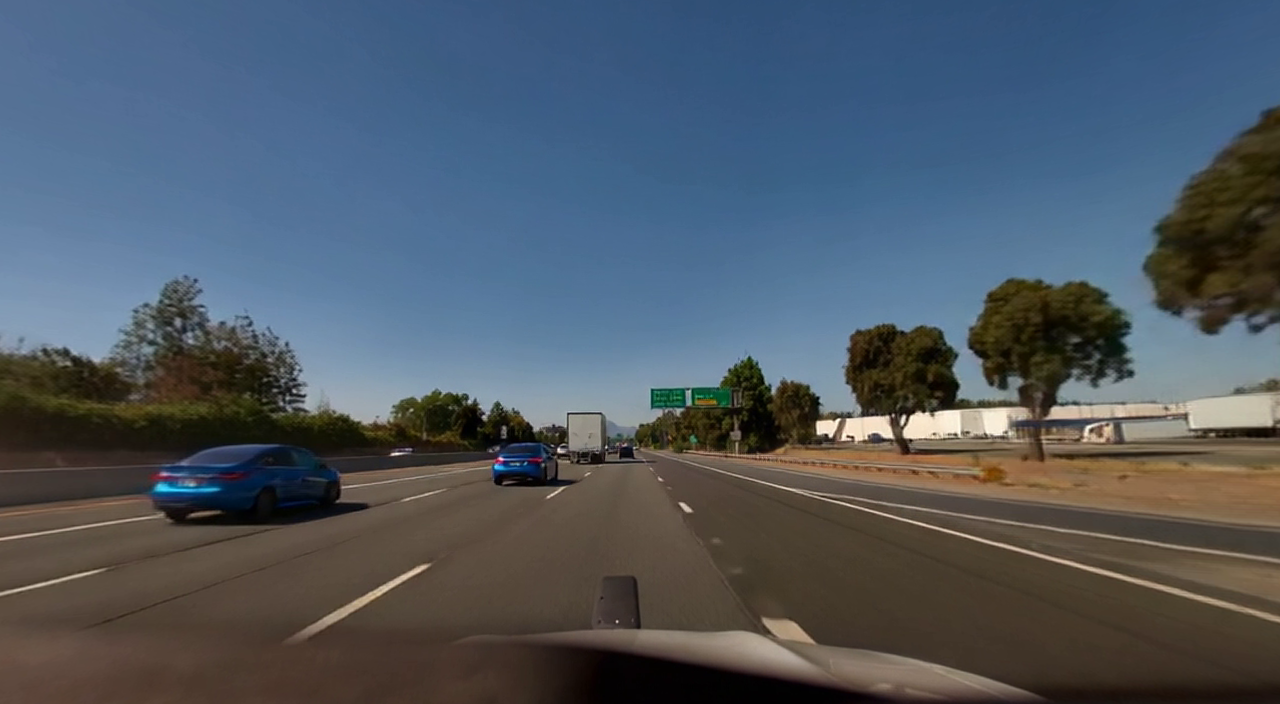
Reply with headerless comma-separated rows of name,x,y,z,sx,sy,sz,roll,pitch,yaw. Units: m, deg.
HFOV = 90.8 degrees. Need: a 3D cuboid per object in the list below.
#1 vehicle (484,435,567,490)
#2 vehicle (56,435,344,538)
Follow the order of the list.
vehicle,-3.753,3.708,21.501,2.033,1.669,4.112,0,-9,0
vehicle,-7.508,2.311,11.534,2.026,1.477,4.467,0,-9,0
